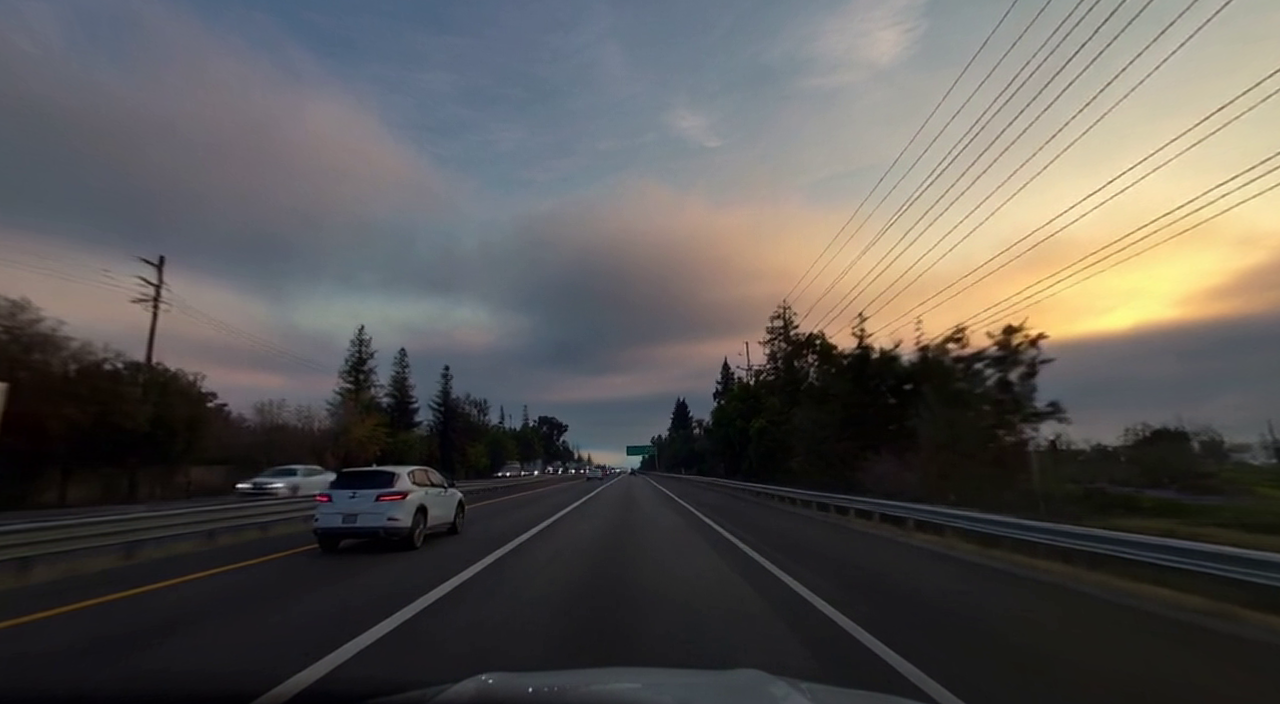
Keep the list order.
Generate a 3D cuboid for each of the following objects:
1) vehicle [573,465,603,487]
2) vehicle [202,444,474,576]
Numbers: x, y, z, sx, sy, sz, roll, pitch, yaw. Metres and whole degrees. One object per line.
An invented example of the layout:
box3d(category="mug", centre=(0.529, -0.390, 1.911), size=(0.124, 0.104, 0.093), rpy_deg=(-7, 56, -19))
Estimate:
box3d(category="vehicle", centre=(-3.697, 8.944, 45.576), size=(1.884, 1.486, 3.934), rpy_deg=(1, -11, -1))
box3d(category="vehicle", centre=(-4.110, 2.250, 9.569), size=(1.963, 1.501, 4.227), rpy_deg=(1, -10, 1))
